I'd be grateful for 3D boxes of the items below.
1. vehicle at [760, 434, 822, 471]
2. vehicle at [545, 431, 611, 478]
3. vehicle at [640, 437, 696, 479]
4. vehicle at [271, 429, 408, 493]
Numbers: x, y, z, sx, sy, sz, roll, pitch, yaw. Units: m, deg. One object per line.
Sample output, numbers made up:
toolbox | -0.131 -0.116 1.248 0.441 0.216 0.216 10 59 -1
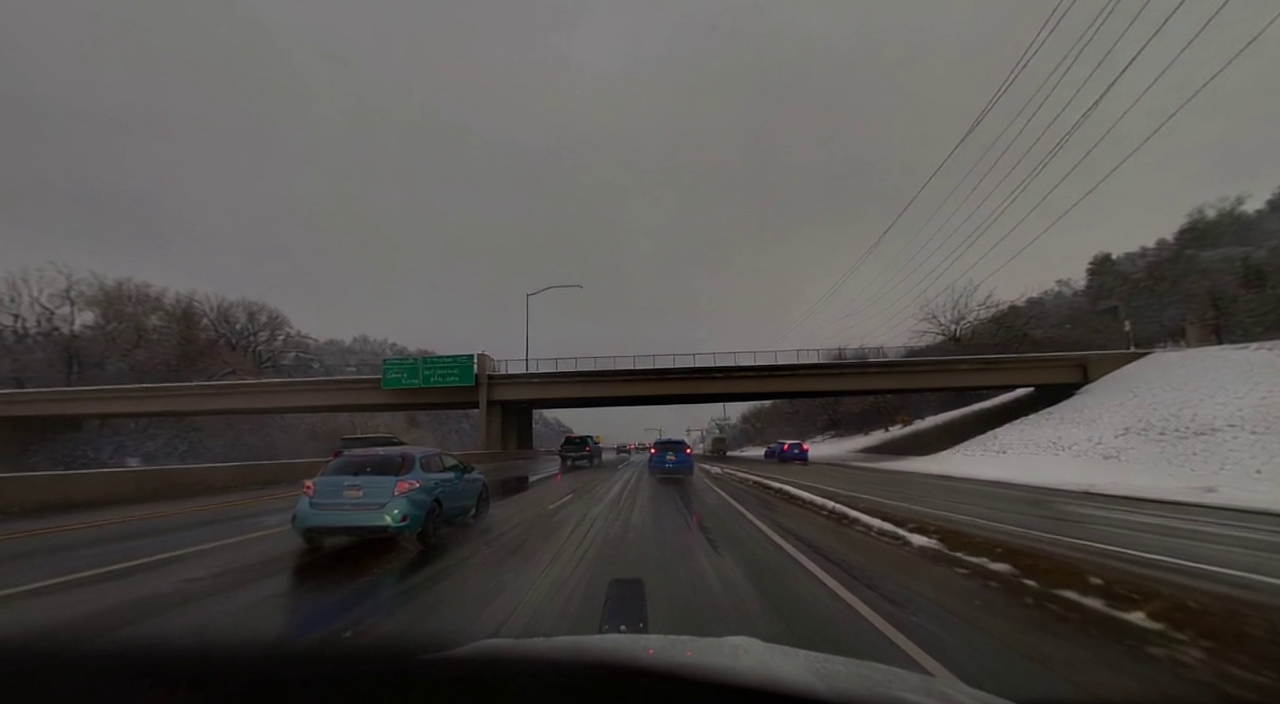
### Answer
vehicle | 8.528 5.736 36.063 2.059 1.938 4.793 0 -8 -4
vehicle | -2.631 4.515 27.998 2.228 1.845 4.847 -1 -8 2
vehicle | 1.137 4.467 26.803 2.193 1.651 3.946 0 -8 1
vehicle | -8.944 3.284 19.336 2.062 1.702 4.587 0 -8 -2
